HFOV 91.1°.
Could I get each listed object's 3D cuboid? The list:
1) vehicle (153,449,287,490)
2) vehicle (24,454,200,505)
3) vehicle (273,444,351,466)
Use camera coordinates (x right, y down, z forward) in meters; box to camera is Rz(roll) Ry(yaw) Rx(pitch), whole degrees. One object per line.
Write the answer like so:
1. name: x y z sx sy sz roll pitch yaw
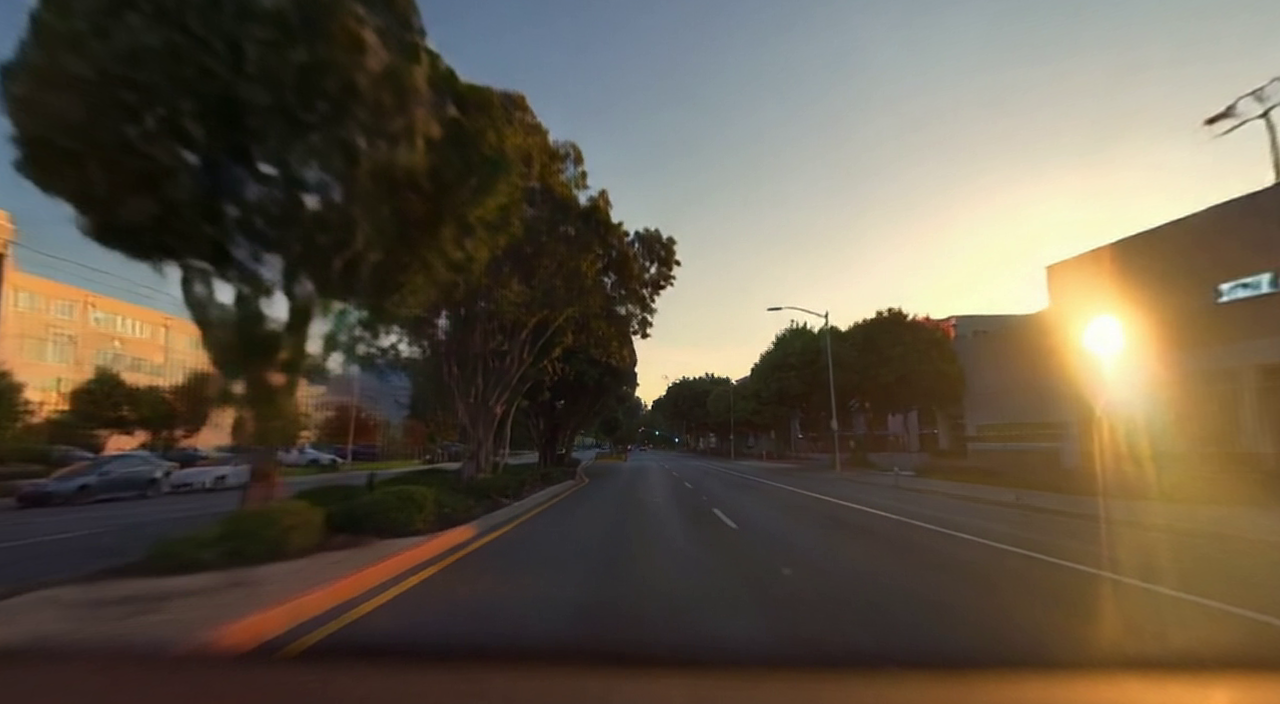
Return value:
1. vehicle: -18.775 5.246 28.515 2.177 1.656 5.516 0 -9 2
2. vehicle: -18.873 4.526 22.819 2.034 1.562 4.828 0 -9 3
3. vehicle: -25.737 8.063 49.362 4.946 1.656 2.016 1 -9 -4
